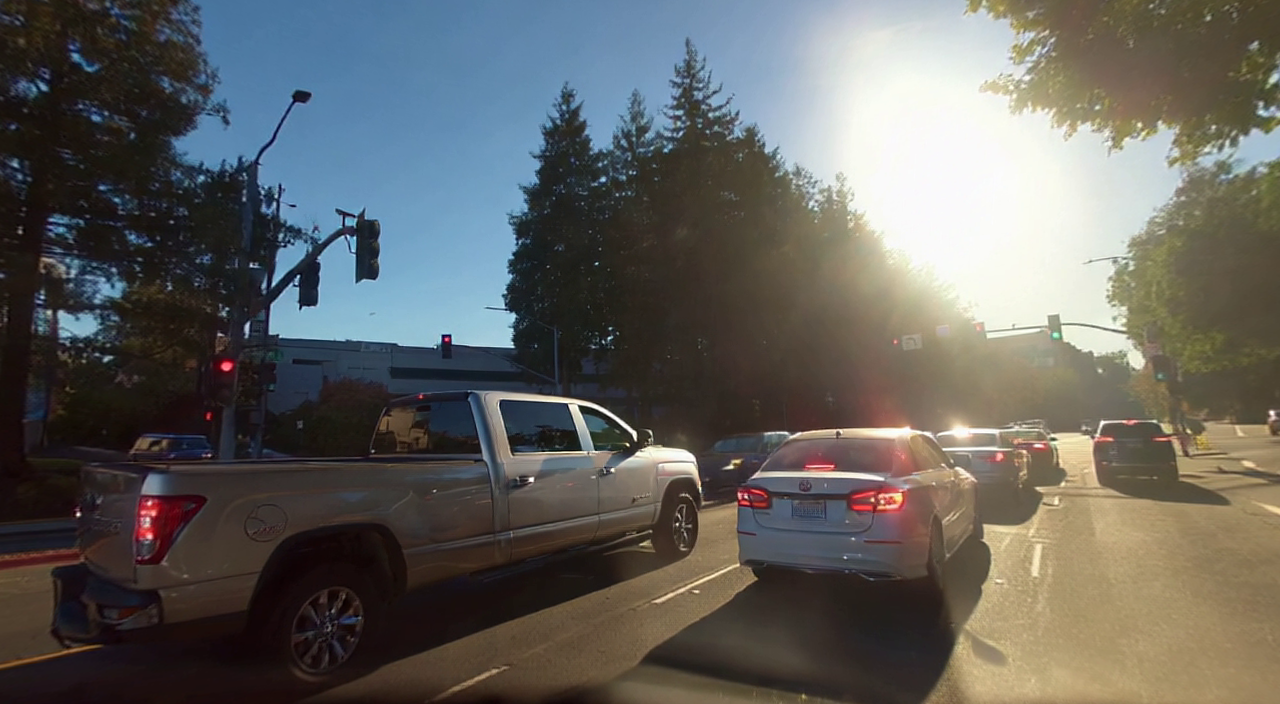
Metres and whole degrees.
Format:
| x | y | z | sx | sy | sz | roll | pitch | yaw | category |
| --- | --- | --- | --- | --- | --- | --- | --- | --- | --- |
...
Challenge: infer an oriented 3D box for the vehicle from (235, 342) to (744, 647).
| x | y | z | sx | sy | sz | roll | pitch | yaw | category |
| --- | --- | --- | --- | --- | --- | --- | --- | --- | --- |
| -0.875 | 1.401 | 7.470 | 2.272 | 2.016 | 6.146 | -5 | -10 | 27 | vehicle |

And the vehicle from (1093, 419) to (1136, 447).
| x | y | z | sx | sy | sz | roll | pitch | yaw | category |
| --- | --- | --- | --- | --- | --- | --- | --- | --- | --- |
| 32.809 | 5.671 | 43.715 | 2.160 | 1.790 | 4.303 | -6 | -10 | 35 | vehicle |

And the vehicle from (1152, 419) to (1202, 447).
| x | y | z | sx | sy | sz | roll | pitch | yaw | category |
| --- | --- | --- | --- | --- | --- | --- | --- | --- | --- |
| 35.771 | 5.473 | 42.188 | 2.183 | 1.714 | 4.491 | -7 | -11 | 37 | vehicle |

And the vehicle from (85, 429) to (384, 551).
| x | y | z | sx | sy | sz | roll | pitch | yaw | category |
| --- | --- | --- | --- | --- | --- | --- | --- | --- | --- |
| -8.280 | 2.747 | 13.449 | 2.174 | 2.057 | 4.738 | -6 | -10 | 33 | vehicle |

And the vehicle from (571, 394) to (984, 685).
| x | y | z | sx | sy | sz | roll | pitch | yaw | category |
| --- | --- | --- | --- | --- | --- | --- | --- | --- | --- |
| 1.720 | 1.375 | 5.988 | 2.027 | 1.549 | 4.801 | -6 | -10 | 35 | vehicle |
